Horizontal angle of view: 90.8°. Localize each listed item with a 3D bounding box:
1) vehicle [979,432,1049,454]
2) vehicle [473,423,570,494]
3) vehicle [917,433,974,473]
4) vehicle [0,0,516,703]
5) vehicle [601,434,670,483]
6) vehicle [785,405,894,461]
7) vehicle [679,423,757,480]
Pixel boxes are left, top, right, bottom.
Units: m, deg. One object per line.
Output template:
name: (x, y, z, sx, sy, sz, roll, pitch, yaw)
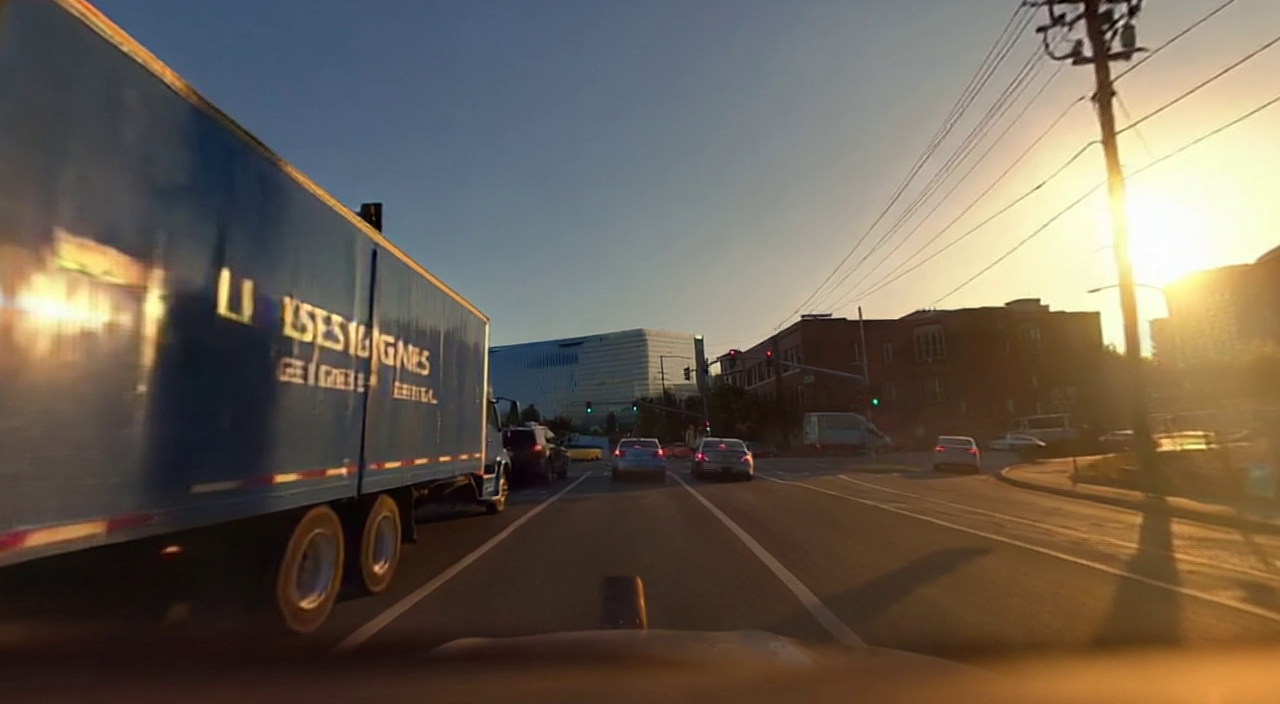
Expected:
vehicle: (29.221, 7.084, 49.288, 5.208, 1.624, 1.927, 4, -9, -24)
vehicle: (-3.292, 3.065, 18.519, 1.994, 1.806, 4.564, 0, -8, 0)
vehicle: (14.313, 4.665, 29.441, 2.102, 1.662, 4.533, -5, -9, 27)
vehicle: (-3.415, 0.478, 5.851, 2.889, 3.347, 8.285, 0, -8, 0)
vehicle: (-0.182, 3.584, 21.539, 2.117, 1.499, 4.036, 0, -8, -1)
vehicle: (13.278, 5.419, 42.121, 6.670, 3.450, 2.666, 3, -9, -23)
vehicle: (2.701, 3.592, 23.022, 2.086, 1.849, 4.607, 0, -8, -2)
